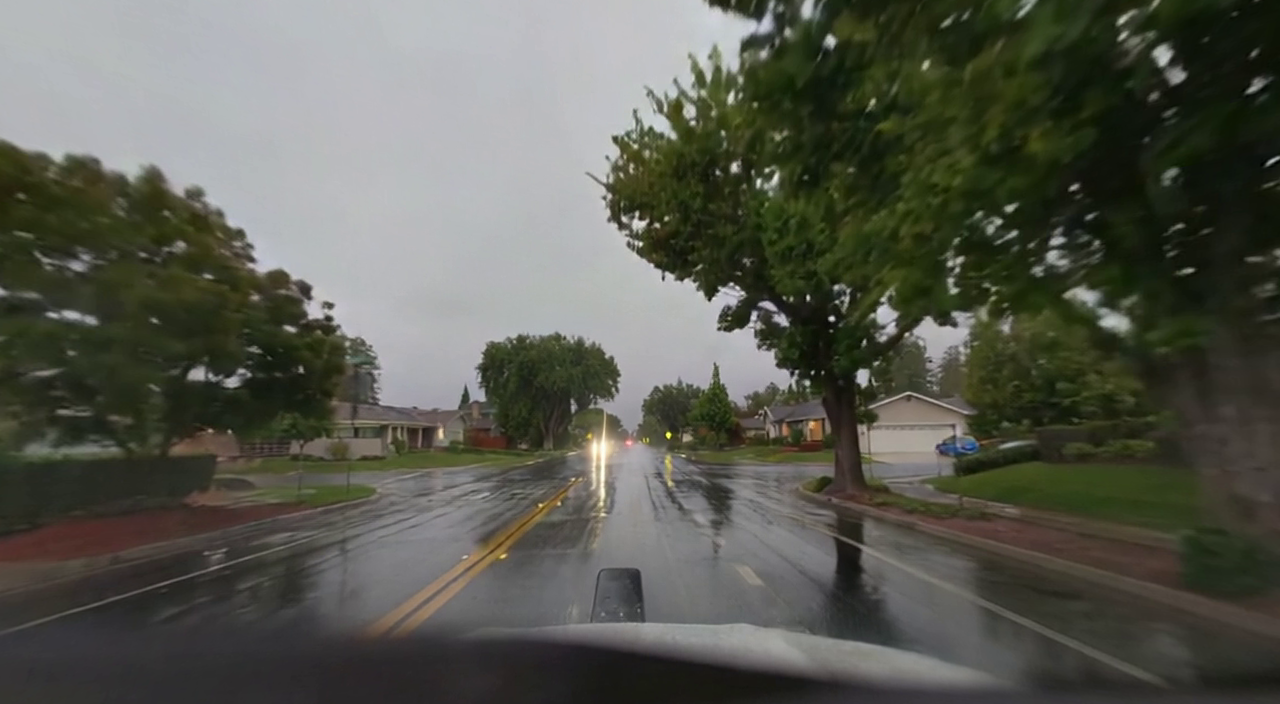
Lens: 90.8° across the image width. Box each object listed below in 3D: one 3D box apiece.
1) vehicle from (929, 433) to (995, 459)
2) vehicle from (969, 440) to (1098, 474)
[{"bbox_3d":[22.886,6.647,45.088,1.879,1.584,4.761,1,-6,-5],"label":"vehicle"},{"bbox_3d":[17.507,4.679,28.281,4.368,1.457,2.031,0,-8,1],"label":"vehicle"}]
